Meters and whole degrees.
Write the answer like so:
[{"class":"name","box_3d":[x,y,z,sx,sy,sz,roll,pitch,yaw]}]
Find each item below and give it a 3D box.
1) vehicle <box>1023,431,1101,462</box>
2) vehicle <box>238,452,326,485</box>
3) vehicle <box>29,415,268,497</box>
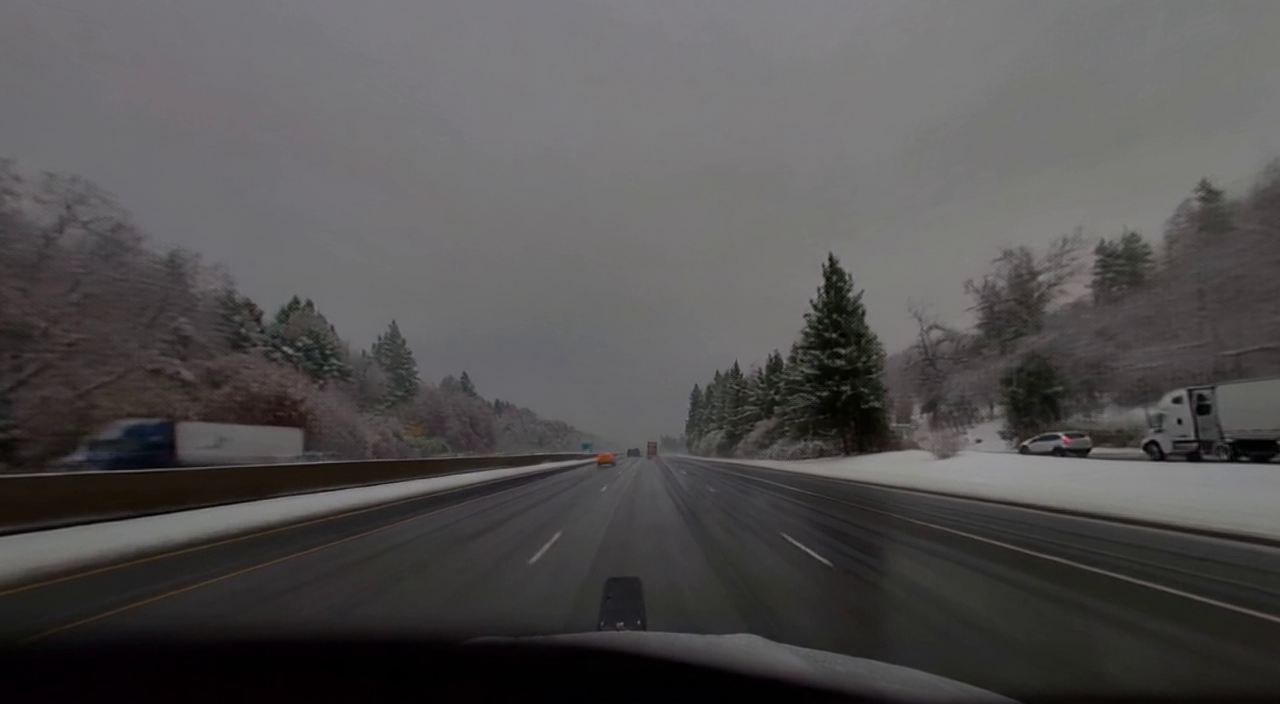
[{"class":"vehicle","box_3d":[26.808,6.025,40.181,2.038,1.823,3.744,1,-9,-9]},{"class":"vehicle","box_3d":[-21.138,6.877,37.516,1.997,1.743,5.137,0,-9,3]},{"class":"vehicle","box_3d":[-28.530,6.247,38.345,2.858,3.971,14.344,0,-9,1]}]
